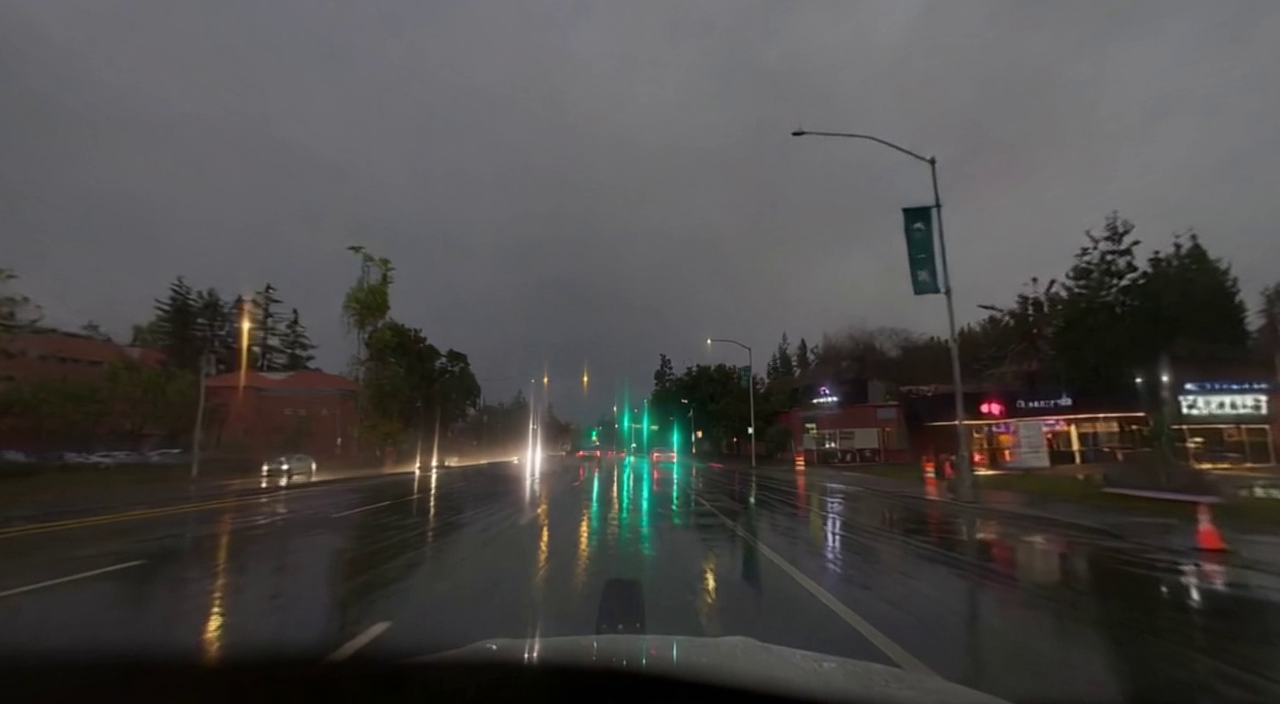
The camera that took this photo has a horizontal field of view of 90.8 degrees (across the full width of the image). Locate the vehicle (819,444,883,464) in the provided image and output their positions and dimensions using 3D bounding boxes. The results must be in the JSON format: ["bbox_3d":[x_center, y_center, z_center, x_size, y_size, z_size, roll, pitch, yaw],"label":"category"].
[{"bbox_3d":[16.578,8.031,49.794,4.410,1.472,1.803,-6,-10,32],"label":"vehicle"}]

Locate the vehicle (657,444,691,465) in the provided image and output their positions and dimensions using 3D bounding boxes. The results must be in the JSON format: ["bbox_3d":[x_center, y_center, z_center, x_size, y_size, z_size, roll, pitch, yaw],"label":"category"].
[{"bbox_3d":[2.456,7.552,46.767,2.063,1.483,4.226,0,-9,-2],"label":"vehicle"}]
